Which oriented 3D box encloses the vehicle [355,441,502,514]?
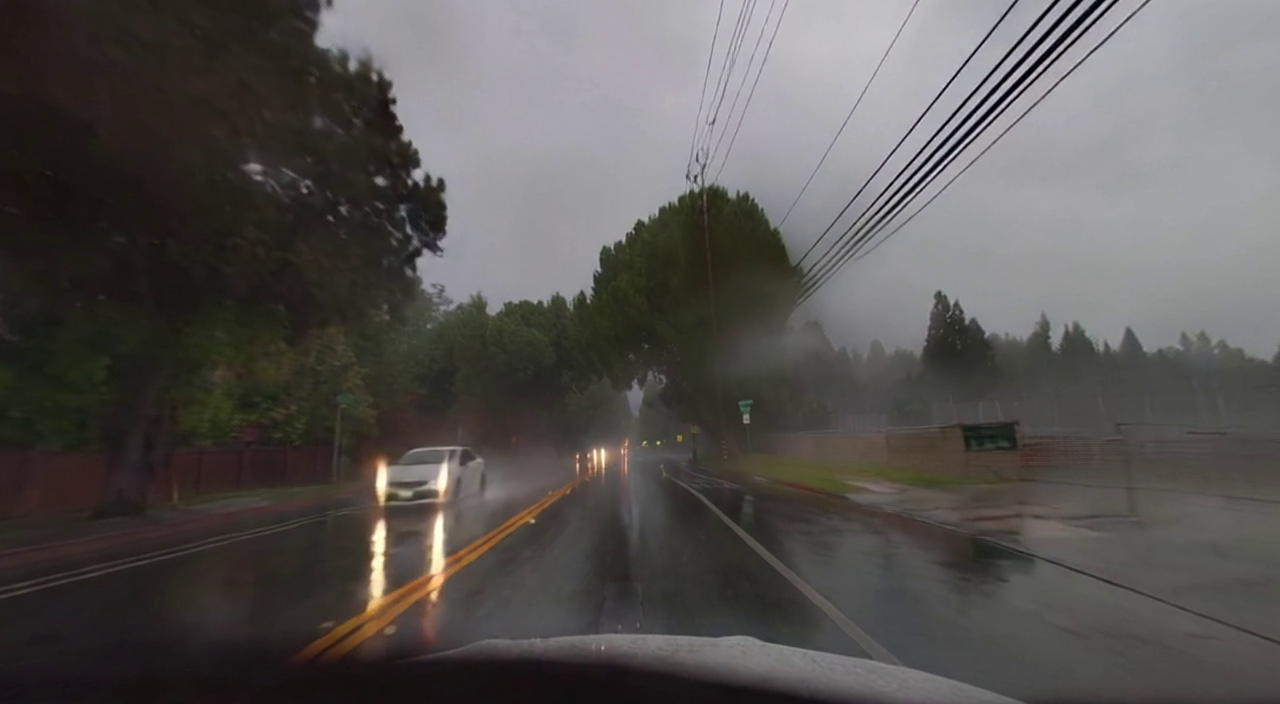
[{"bbox_3d":[-5.030,3.026,15.839,2.093,1.523,4.536,0,-8,0],"label":"vehicle"}]
